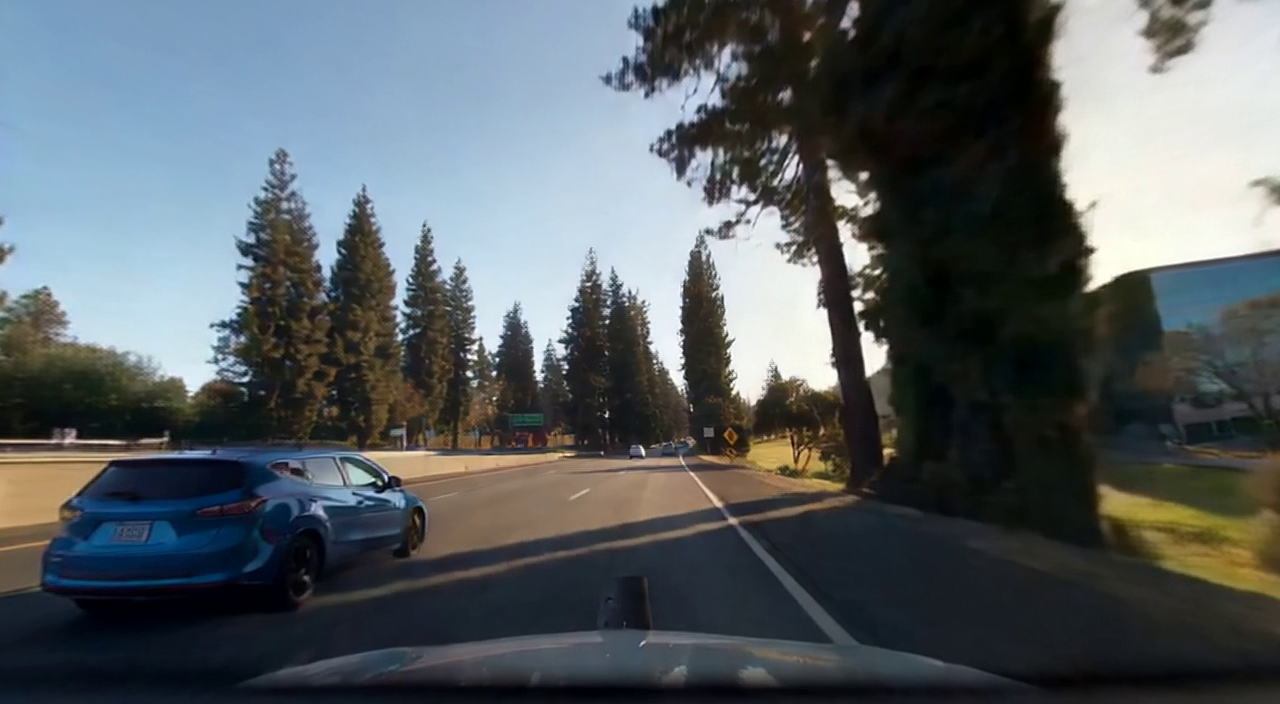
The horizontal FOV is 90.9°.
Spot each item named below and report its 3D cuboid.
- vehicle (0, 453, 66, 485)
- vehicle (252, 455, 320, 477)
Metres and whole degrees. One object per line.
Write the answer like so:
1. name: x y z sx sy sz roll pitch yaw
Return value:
1. vehicle: -36.403 6.672 35.943 1.961 1.722 5.248 -1 -8 7
2. vehicle: -26.503 8.546 47.441 1.964 1.444 4.565 -2 -8 9
